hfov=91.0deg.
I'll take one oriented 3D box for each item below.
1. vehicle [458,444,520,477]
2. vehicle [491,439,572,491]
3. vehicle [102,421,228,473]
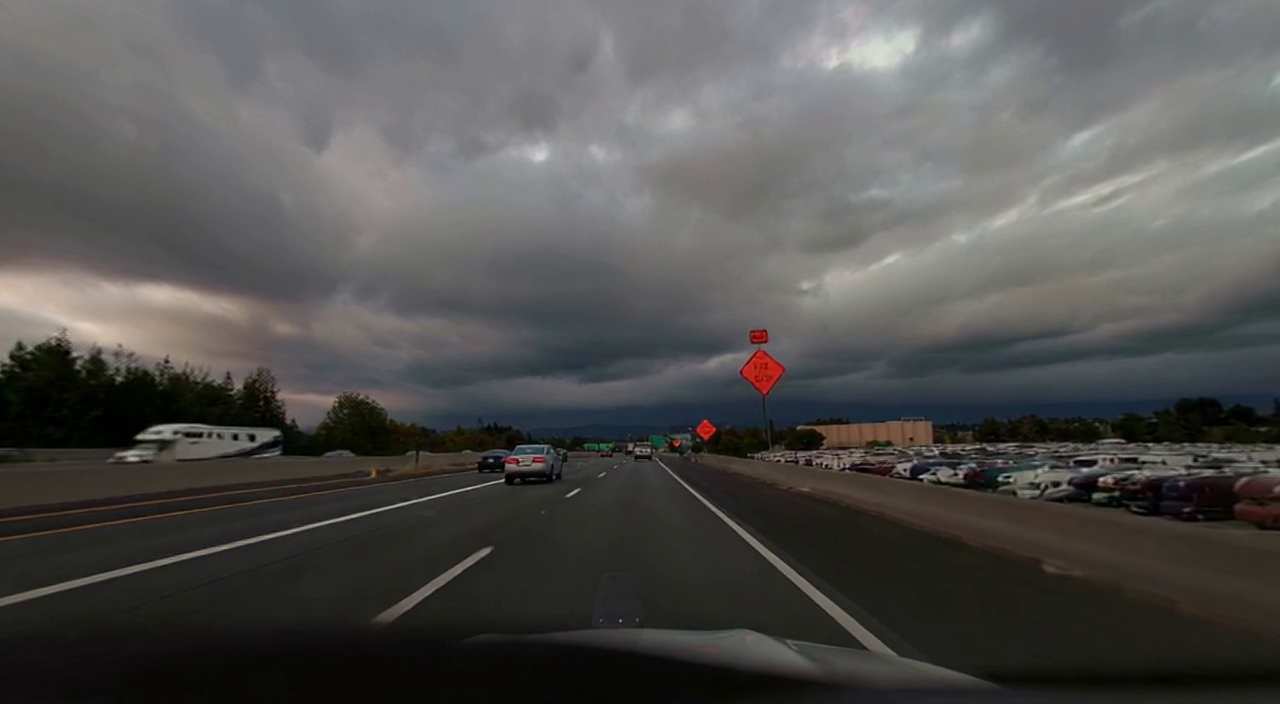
[{"bbox_3d":[-7.504,5.436,31.756,1.991,1.538,4.360,0,-9,1],"label":"vehicle"},{"bbox_3d":[-3.836,4.068,23.001,2.070,1.665,4.213,0,-9,2],"label":"vehicle"},{"bbox_3d":[-36.479,7.333,48.902,3.141,3.592,8.343,1,-8,0],"label":"vehicle"}]
